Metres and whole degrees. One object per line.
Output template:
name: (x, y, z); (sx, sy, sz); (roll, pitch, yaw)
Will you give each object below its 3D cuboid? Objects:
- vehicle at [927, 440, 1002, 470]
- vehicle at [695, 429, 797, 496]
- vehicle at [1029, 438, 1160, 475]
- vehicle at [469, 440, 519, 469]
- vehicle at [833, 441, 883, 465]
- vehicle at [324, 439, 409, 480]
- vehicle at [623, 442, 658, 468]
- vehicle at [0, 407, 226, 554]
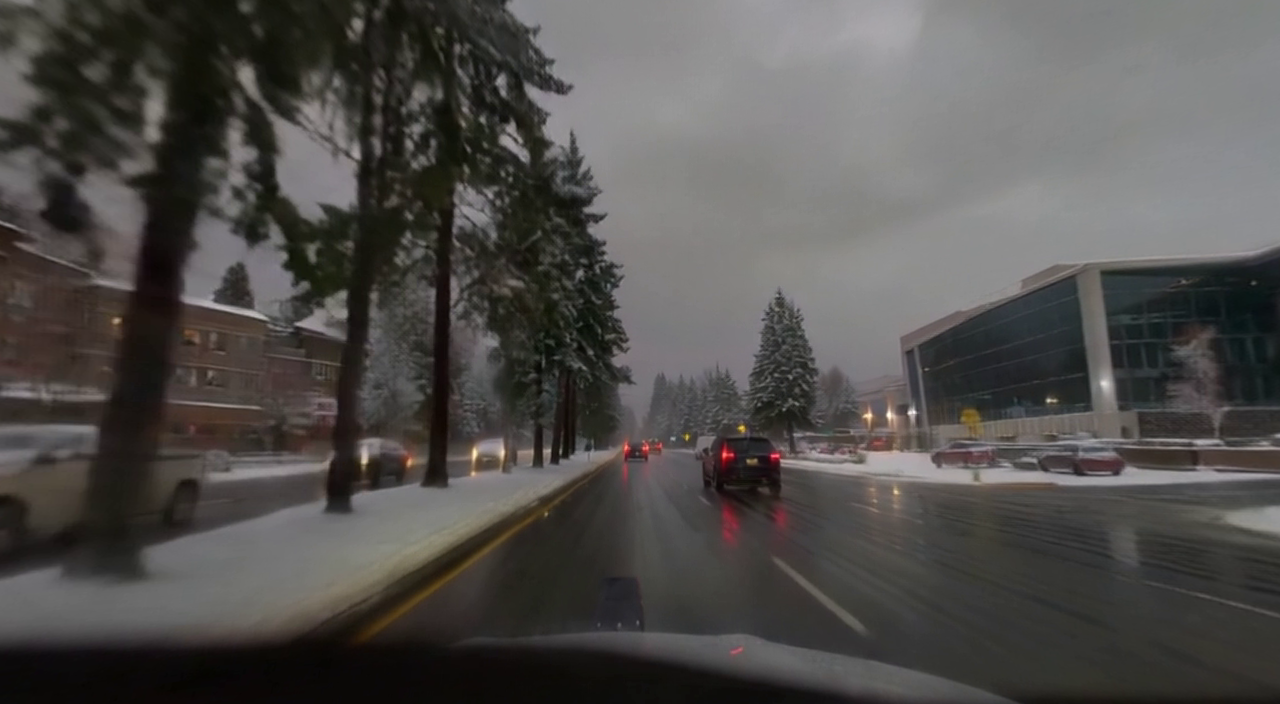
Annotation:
vehicle: (19.213, 6.131, 37.670); (1.936, 1.659, 4.365); (0, -9, -3)
vehicle: (3.125, 3.420, 19.884); (2.235, 1.806, 4.818); (0, -9, -2)
vehicle: (20.583, 4.756, 28.737); (4.475, 1.592, 1.841); (0, -9, -1)
vehicle: (-9.232, 6.521, 40.261); (2.093, 1.728, 4.735); (0, -9, -1)
vehicle: (15.836, 7.368, 46.151); (1.812, 1.687, 4.579); (1, -9, -4)
vehicle: (-12.712, 5.019, 29.685); (1.937, 1.737, 4.398); (0, -9, 1)
vehicle: (-0.008, 6.570, 40.580); (2.145, 1.572, 4.021); (0, -9, -1)
vehicle: (-9.304, 1.941, 10.019); (2.165, 1.863, 4.880); (0, -9, -1)
